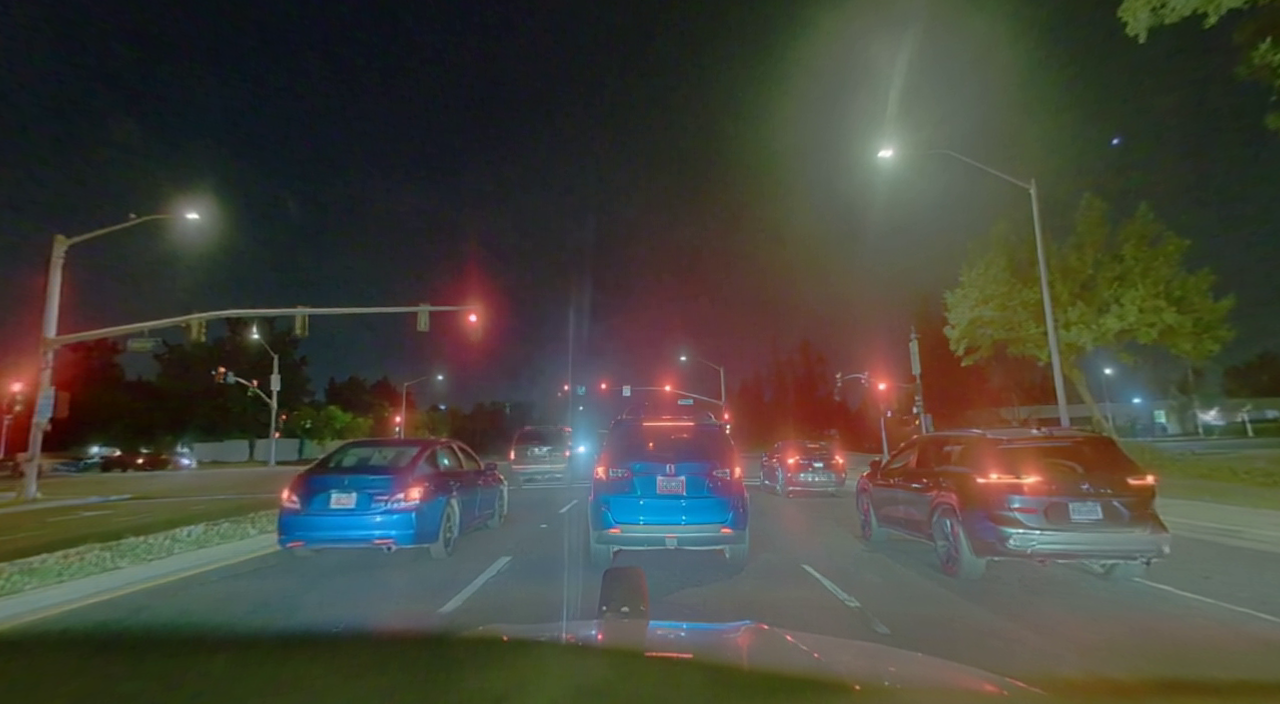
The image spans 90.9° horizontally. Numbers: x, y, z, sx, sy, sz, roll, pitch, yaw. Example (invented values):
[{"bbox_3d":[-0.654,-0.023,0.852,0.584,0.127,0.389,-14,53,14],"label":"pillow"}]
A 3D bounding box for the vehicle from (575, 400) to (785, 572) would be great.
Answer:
[{"bbox_3d":[0.401,1.712,8.766,2.172,1.764,4.338,0,-8,0],"label":"vehicle"}]

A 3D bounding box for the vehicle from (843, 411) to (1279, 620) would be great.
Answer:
[{"bbox_3d":[3.928,1.560,6.931,1.954,1.592,3.992,0,-8,-2],"label":"vehicle"}]

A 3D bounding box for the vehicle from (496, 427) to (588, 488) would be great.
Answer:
[{"bbox_3d":[-3.200,3.604,21.854,2.230,1.834,5.469,0,-8,1],"label":"vehicle"}]

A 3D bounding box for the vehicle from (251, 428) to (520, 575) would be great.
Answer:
[{"bbox_3d":[-3.034,1.861,8.698,1.876,1.497,4.308,0,-8,1],"label":"vehicle"}]

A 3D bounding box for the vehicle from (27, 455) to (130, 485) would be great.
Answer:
[{"bbox_3d":[-33.051,6.941,37.144,4.395,1.636,1.926,-1,-8,6],"label":"vehicle"}]
